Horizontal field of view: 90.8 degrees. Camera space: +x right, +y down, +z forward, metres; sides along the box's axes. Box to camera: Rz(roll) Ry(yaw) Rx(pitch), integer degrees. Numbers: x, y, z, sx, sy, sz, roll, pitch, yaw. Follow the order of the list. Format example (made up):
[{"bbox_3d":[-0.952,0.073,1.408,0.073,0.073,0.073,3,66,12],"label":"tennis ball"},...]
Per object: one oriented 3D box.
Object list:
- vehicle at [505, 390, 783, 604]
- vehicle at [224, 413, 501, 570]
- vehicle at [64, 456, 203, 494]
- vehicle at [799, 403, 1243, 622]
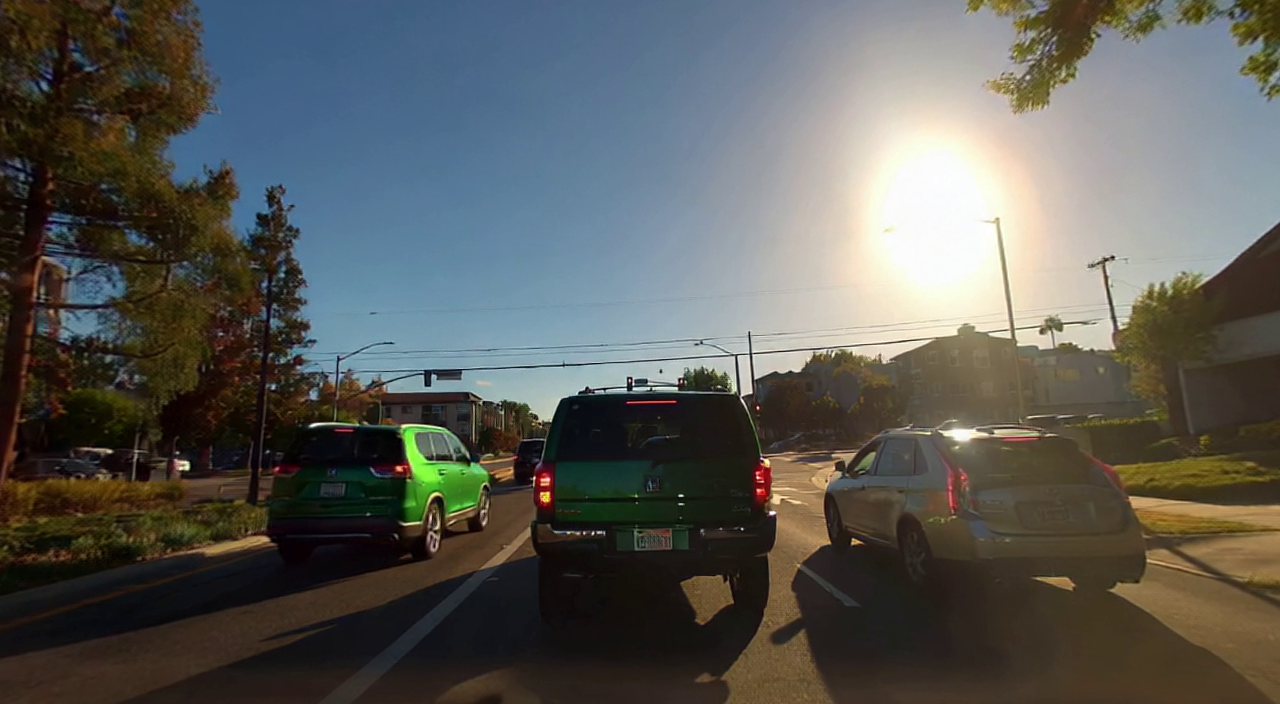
[{"bbox_3d":[0.018,1.490,7.252,2.294,1.761,3.857,0,-9,-1],"label":"vehicle"},{"bbox_3d":[-3.391,1.779,8.771,1.961,1.639,4.064,0,-9,0],"label":"vehicle"},{"bbox_3d":[-22.339,5.413,28.186,2.312,1.443,4.684,0,-9,1],"label":"vehicle"},{"bbox_3d":[3.467,1.546,7.048,2.202,1.657,4.298,0,-9,-1],"label":"vehicle"}]
